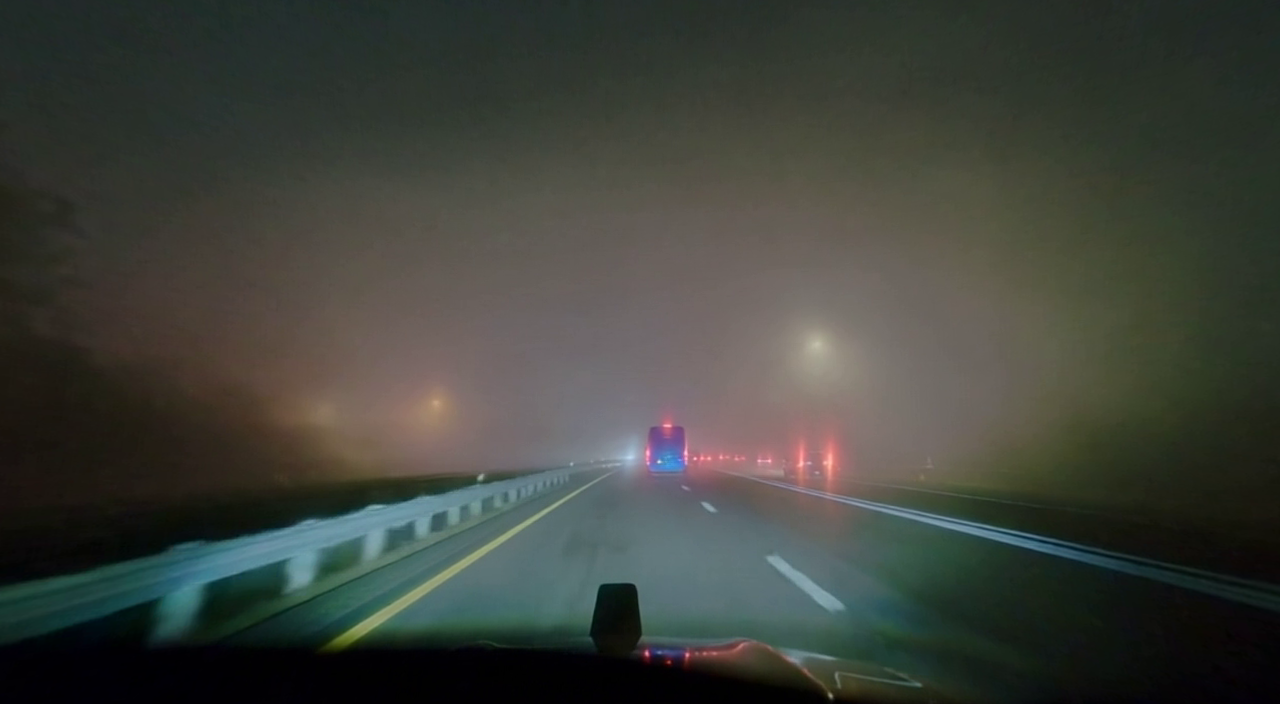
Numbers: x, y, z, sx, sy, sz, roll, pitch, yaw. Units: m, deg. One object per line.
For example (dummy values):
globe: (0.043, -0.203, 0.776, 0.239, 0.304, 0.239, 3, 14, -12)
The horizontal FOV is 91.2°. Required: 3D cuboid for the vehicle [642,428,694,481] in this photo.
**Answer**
vehicle: (1.441, 5.560, 34.026, 2.560, 2.598, 5.581, -1, -9, 1)
